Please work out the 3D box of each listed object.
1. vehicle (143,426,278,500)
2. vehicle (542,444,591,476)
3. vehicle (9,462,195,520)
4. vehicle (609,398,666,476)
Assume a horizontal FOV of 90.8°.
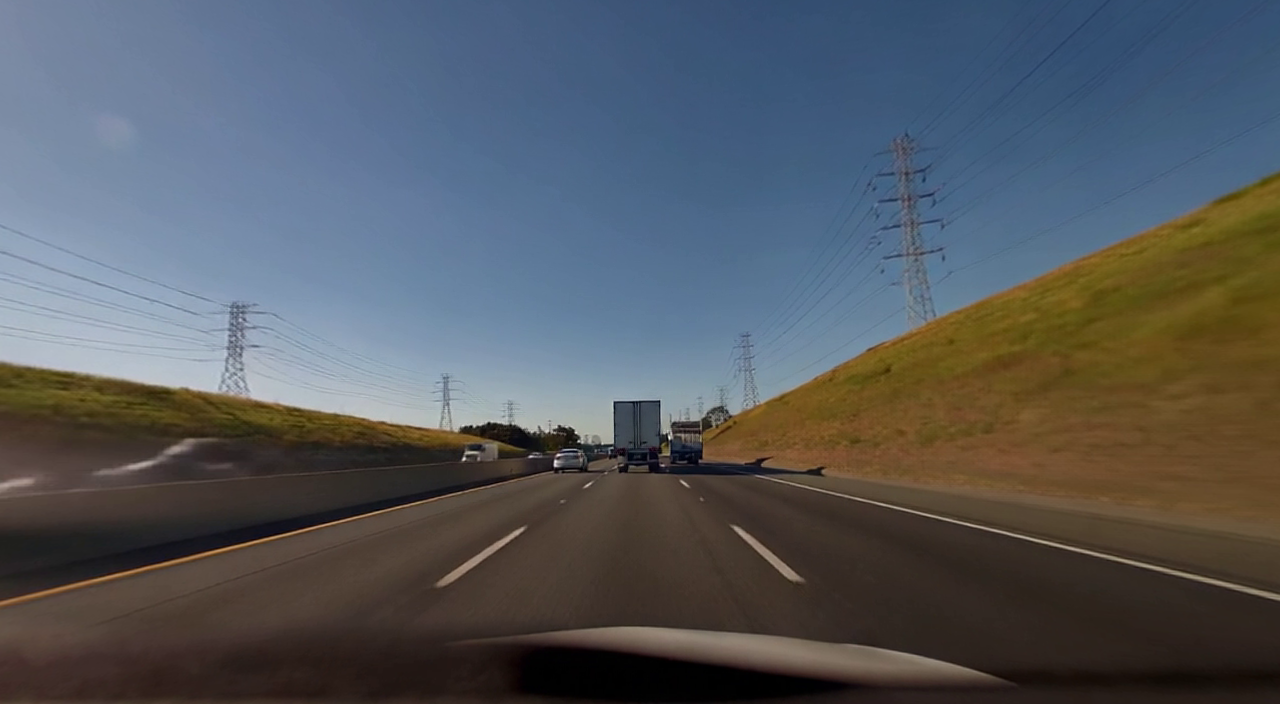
[{"bbox_3d":[-17.230,4.470,25.681,2.348,2.689,4.216,0,-9,1],"label":"vehicle"},{"bbox_3d":[-4.079,6.064,35.686,2.170,1.657,4.573,0,-9,1],"label":"vehicle"},{"bbox_3d":[-17.053,4.387,20.402,1.870,1.513,4.752,0,-9,-1],"label":"vehicle"},{"bbox_3d":[-0.065,5.273,38.362,2.985,4.025,10.982,0,-9,1],"label":"vehicle"}]
